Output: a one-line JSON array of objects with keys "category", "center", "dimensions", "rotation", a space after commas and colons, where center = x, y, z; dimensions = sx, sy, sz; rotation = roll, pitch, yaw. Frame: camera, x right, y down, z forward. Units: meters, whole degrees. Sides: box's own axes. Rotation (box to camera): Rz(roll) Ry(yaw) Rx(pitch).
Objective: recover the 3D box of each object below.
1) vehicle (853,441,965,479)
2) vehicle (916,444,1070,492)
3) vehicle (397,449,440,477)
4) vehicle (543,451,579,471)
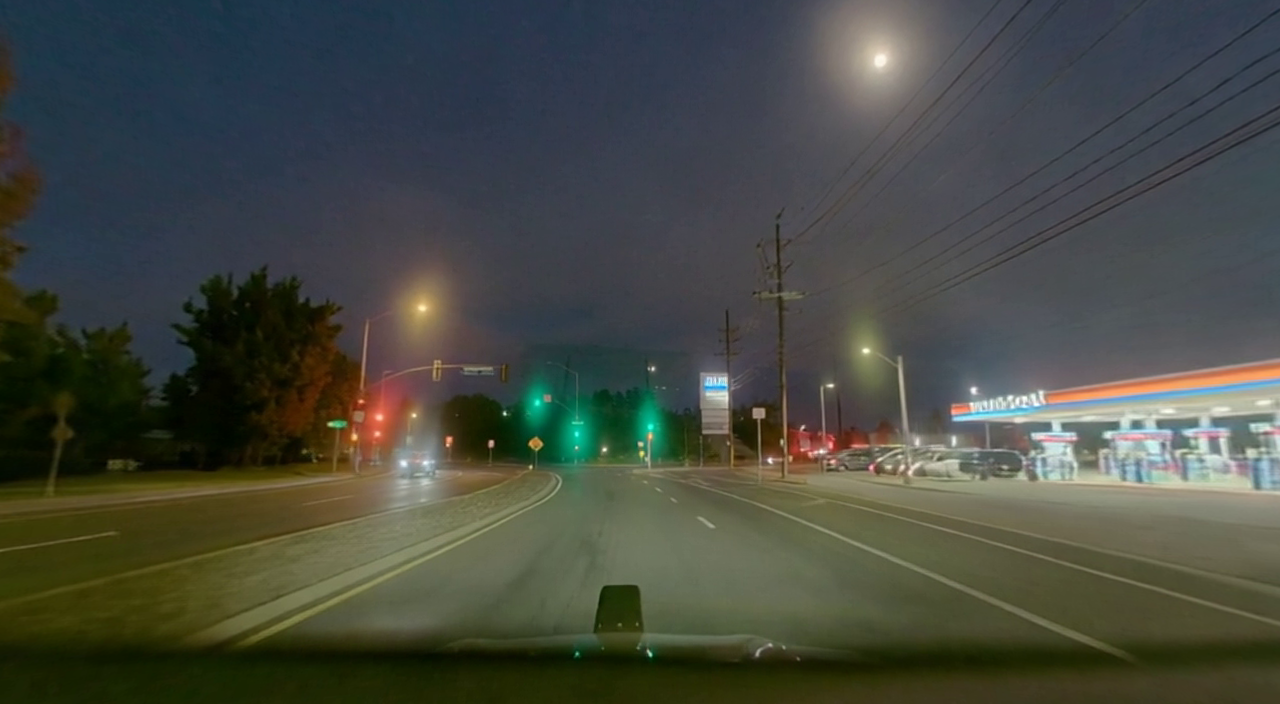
[{"category": "vehicle", "center": [13.167, 5.311, 31.193], "dimensions": [4.444, 1.815, 2.239], "rotation": [0, -9, 1]}, {"category": "vehicle", "center": [14.086, 4.641, 25.467], "dimensions": [4.996, 1.720, 2.027], "rotation": [0, -5, 2]}, {"category": "vehicle", "center": [-13.417, 6.709, 38.462], "dimensions": [1.918, 1.628, 4.011], "rotation": [2, -9, -12]}, {"category": "vehicle", "center": [-6.196, 8.445, 49.099], "dimensions": [2.094, 1.500, 3.682], "rotation": [3, -9, -18]}]
